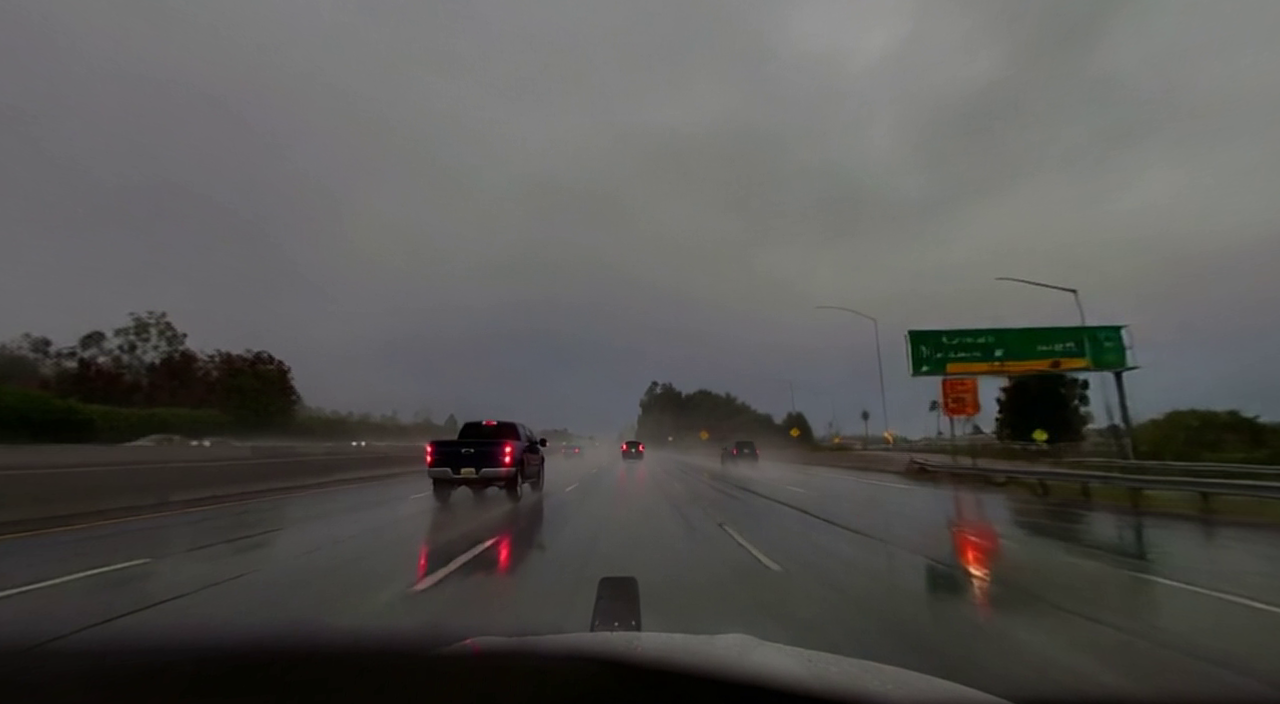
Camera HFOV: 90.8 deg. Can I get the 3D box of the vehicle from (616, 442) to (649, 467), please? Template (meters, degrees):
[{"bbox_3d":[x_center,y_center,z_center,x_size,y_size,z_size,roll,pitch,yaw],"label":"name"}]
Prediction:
[{"bbox_3d":[-0.552,6.966,43.105,2.157,1.642,4.189,0,-9,-2],"label":"vehicle"}]

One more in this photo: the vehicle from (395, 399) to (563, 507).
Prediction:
[{"bbox_3d":[-3.633,2.505,15.912,2.592,2.179,6.034,0,-9,0],"label":"vehicle"}]

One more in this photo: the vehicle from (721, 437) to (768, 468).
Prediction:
[{"bbox_3d":[6.798,6.611,41.812,2.103,1.898,5.310,0,-9,-1],"label":"vehicle"}]
